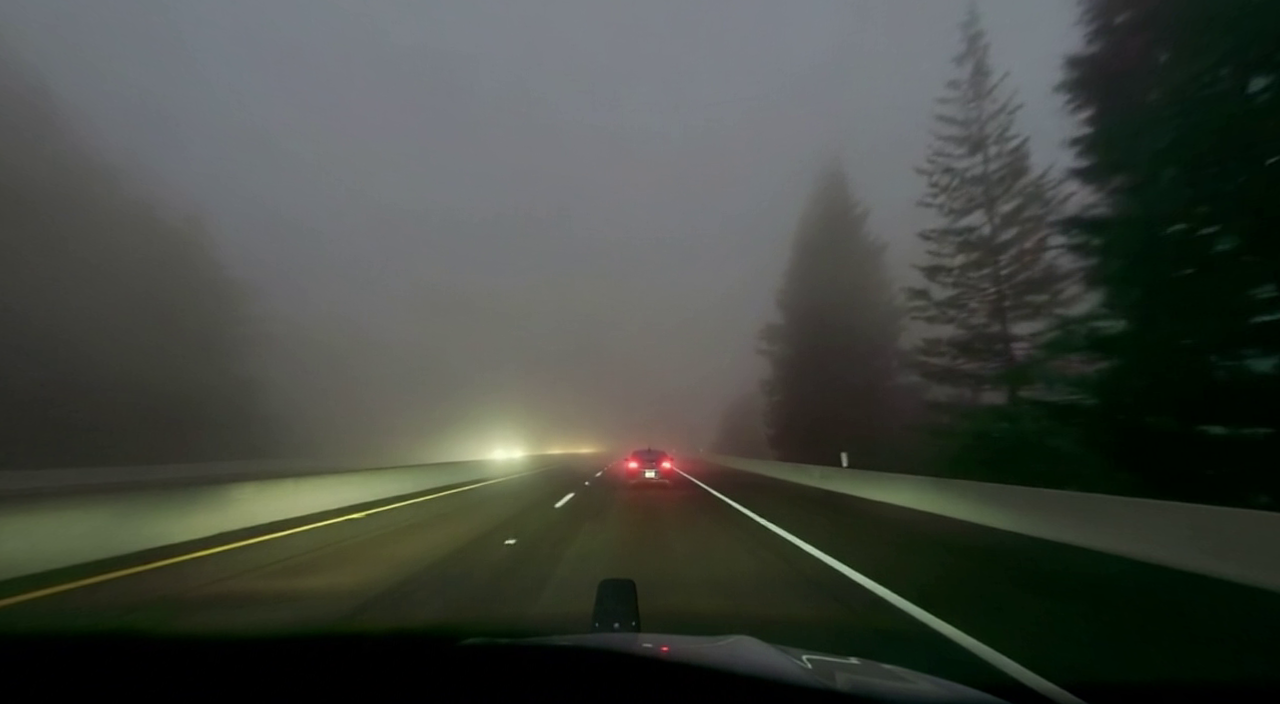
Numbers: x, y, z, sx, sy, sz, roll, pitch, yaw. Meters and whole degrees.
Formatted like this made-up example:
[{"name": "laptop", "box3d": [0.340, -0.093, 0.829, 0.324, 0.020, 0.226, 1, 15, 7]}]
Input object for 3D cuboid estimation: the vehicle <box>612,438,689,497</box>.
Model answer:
[{"name": "vehicle", "box3d": [0.187, 3.400, 18.825, 2.021, 1.533, 4.014, 0, -9, -3]}]
